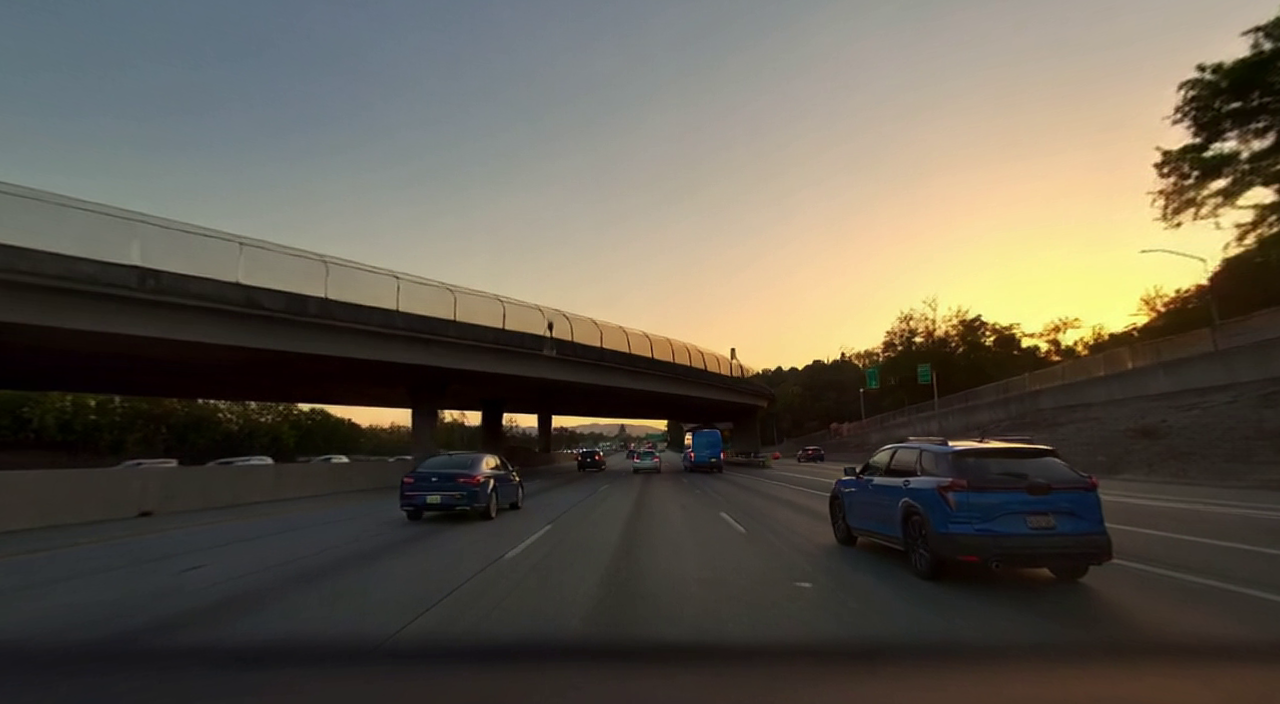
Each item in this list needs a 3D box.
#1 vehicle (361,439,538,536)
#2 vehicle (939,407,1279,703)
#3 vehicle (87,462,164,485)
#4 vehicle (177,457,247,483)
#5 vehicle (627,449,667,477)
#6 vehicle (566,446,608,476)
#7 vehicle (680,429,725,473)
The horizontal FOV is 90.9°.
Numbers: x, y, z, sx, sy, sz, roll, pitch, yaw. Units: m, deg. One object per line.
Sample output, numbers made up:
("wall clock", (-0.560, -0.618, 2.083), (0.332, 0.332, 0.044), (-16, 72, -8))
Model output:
("vehicle", (-3.451, 2.522, 12.362), (2.137, 1.562, 3.926), (-1, -8, 2))
("vehicle", (4.157, 1.224, 4.221), (2.085, 1.558, 4.466), (0, -8, 0))
("vehicle", (-36.582, 8.622, 44.965), (1.681, 1.437, 4.488), (0, -8, 1))
("vehicle", (-26.422, 7.289, 39.059), (1.654, 1.420, 3.804), (0, -9, 0))
("vehicle", (0.407, 6.394, 36.494), (2.174, 1.467, 4.005), (0, -8, 0))
("vehicle", (-3.198, 6.654, 38.853), (2.078, 1.706, 4.298), (-1, -8, 2))
("vehicle", (4.237, 6.851, 43.836), (2.436, 2.745, 6.607), (0, -8, 0))
